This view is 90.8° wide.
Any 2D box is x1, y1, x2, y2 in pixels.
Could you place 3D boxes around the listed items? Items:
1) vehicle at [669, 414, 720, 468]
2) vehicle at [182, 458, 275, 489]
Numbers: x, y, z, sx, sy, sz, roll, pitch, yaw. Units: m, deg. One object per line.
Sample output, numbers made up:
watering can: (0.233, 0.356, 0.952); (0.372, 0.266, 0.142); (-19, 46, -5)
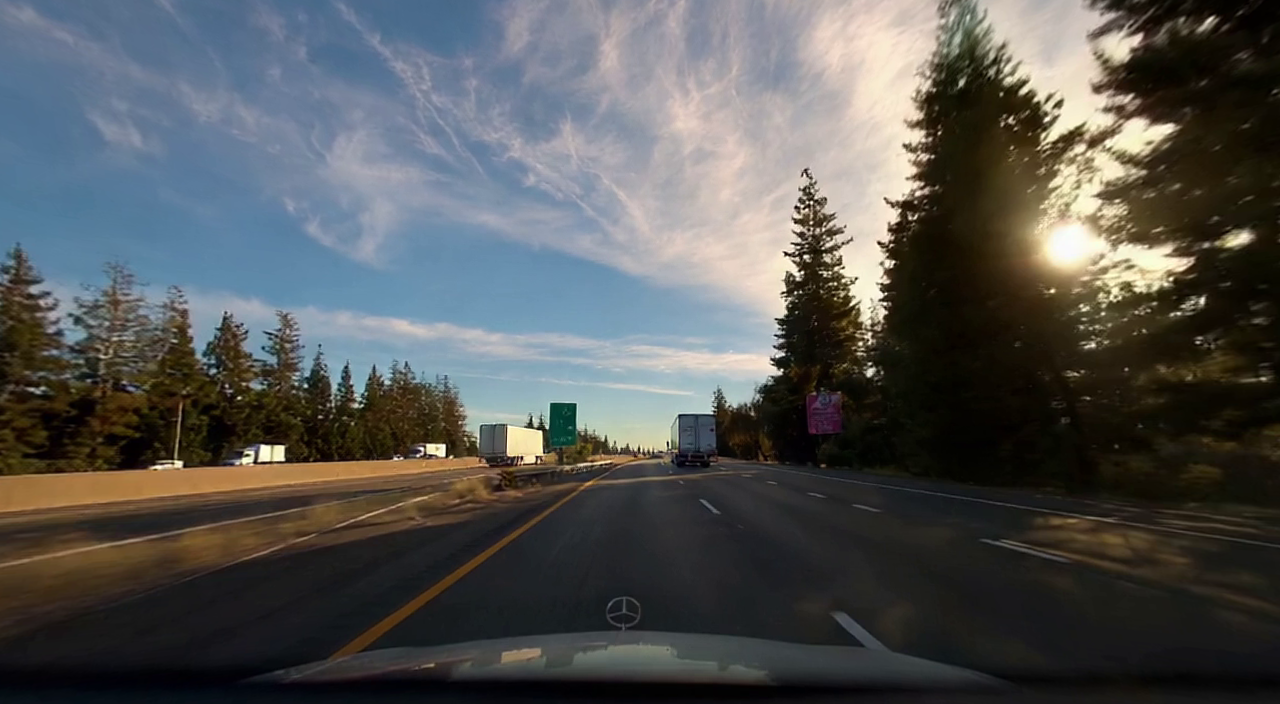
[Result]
vehicle: (4.015, 7.100, 49.474); (2.928, 3.595, 13.975); (0, -9, 1)
vehicle: (-21.195, 6.239, 32.703); (1.833, 1.438, 4.011); (-1, -9, 5)
